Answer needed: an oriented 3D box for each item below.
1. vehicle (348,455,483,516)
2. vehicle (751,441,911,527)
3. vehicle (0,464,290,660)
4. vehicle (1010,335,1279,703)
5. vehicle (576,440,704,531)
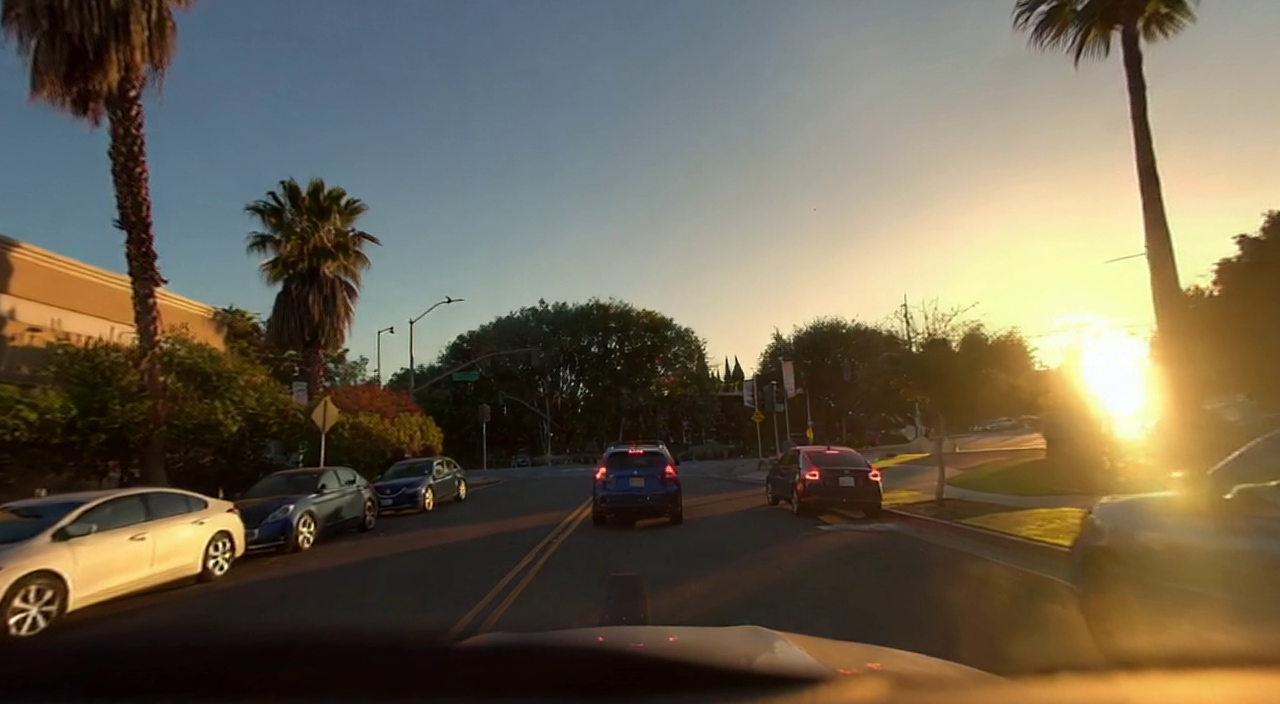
[{"bbox_3d":[-6.325,3.783,18.457,2.105,1.469,4.693,0,-9,2],"label":"vehicle"},{"bbox_3d":[3.598,2.554,12.835,1.821,1.417,4.454,0,-9,0],"label":"vehicle"},{"bbox_3d":[-6.149,2.057,7.034,1.850,1.482,4.454,0,-9,1],"label":"vehicle"},{"bbox_3d":[3.622,0.720,1.775,2.099,1.786,5.198,0,-9,2],"label":"vehicle"},{"bbox_3d":[-0.007,2.463,12.243,2.060,1.452,4.078,0,-9,0],"label":"vehicle"}]
